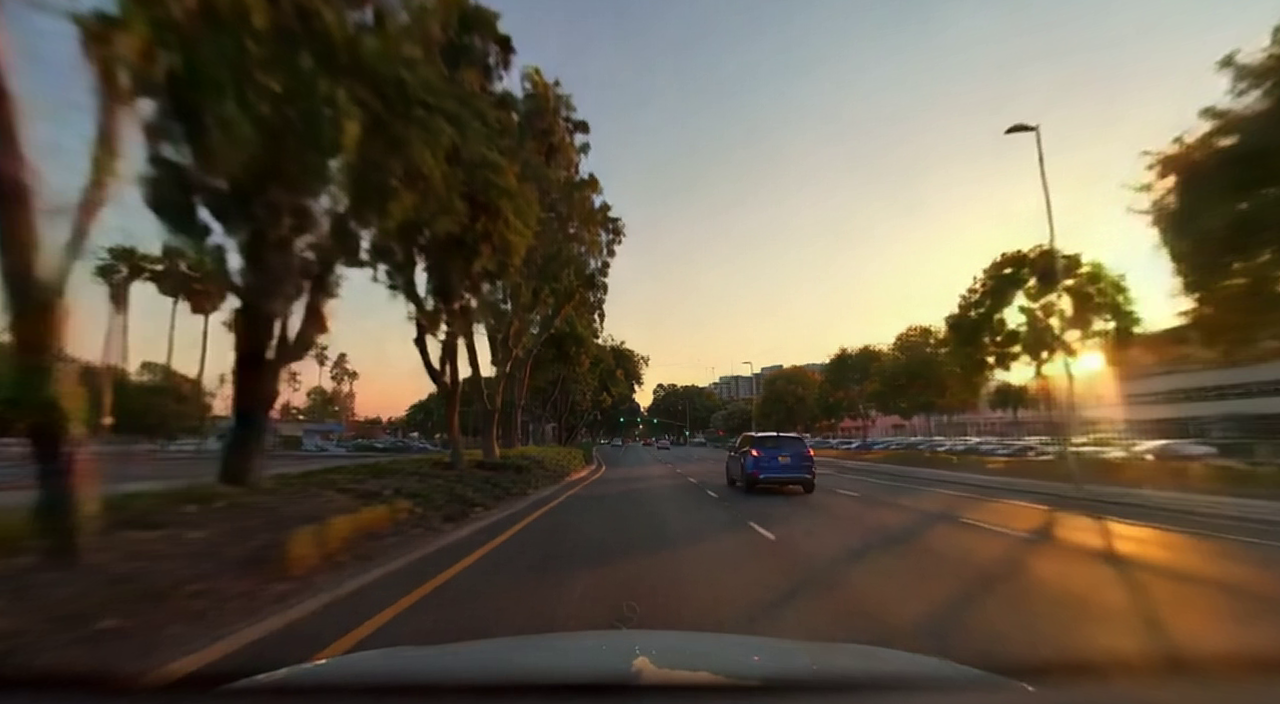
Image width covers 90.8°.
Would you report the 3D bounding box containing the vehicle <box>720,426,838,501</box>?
[{"bbox_3d":[3.458,2.855,16.626,2.072,1.696,4.177,0,-8,-1],"label":"vehicle"}]
